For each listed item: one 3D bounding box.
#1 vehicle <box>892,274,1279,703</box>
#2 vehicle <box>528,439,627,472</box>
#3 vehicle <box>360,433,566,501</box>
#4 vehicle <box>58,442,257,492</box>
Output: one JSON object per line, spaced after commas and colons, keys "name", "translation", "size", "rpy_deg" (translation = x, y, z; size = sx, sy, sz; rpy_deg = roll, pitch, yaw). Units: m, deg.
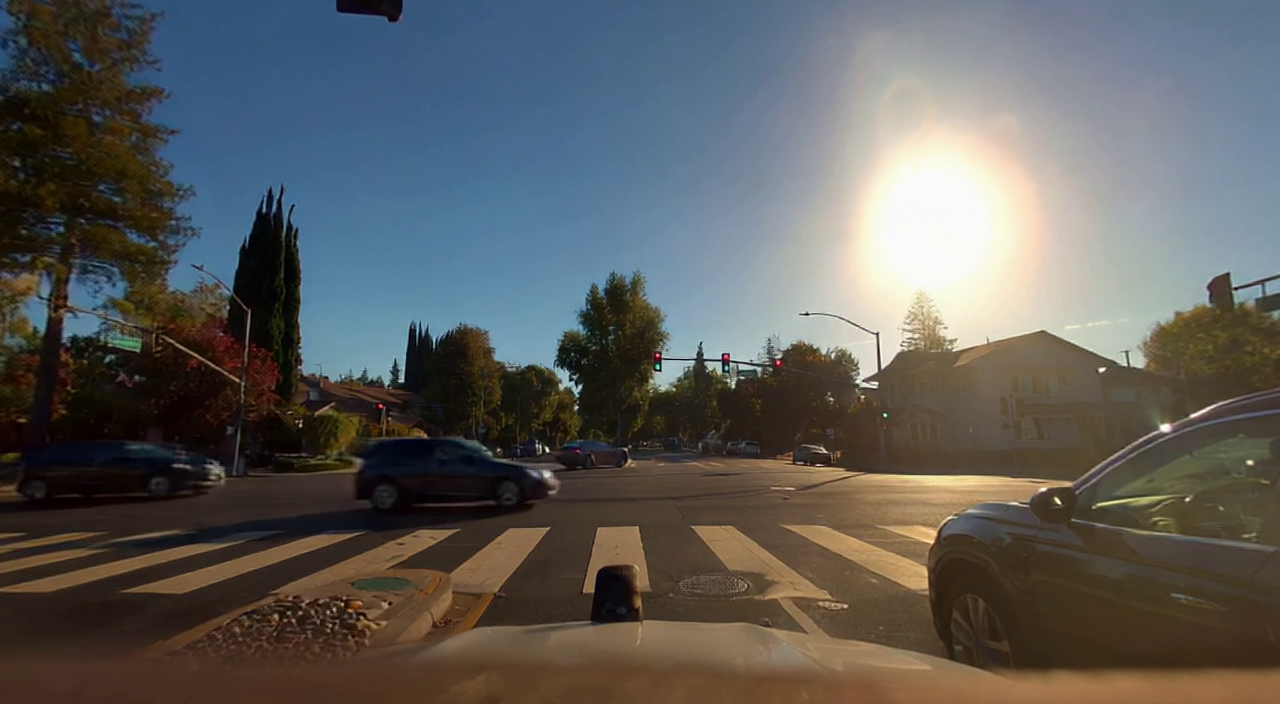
{"name": "vehicle", "translation": [2.716, 0.716, 1.702], "size": [2.085, 1.800, 4.908], "rpy_deg": [0, -9, 1]}
{"name": "vehicle", "translation": [-3.024, 5.114, 31.471], "size": [4.689, 1.490, 1.920], "rpy_deg": [8, -11, -42]}
{"name": "vehicle", "translation": [-4.375, 2.914, 16.234], "size": [4.680, 1.620, 1.943], "rpy_deg": [0, -8, 0]}
{"name": "vehicle", "translation": [-14.875, 3.545, 19.679], "size": [4.561, 1.468, 1.921], "rpy_deg": [0, -8, 0]}
